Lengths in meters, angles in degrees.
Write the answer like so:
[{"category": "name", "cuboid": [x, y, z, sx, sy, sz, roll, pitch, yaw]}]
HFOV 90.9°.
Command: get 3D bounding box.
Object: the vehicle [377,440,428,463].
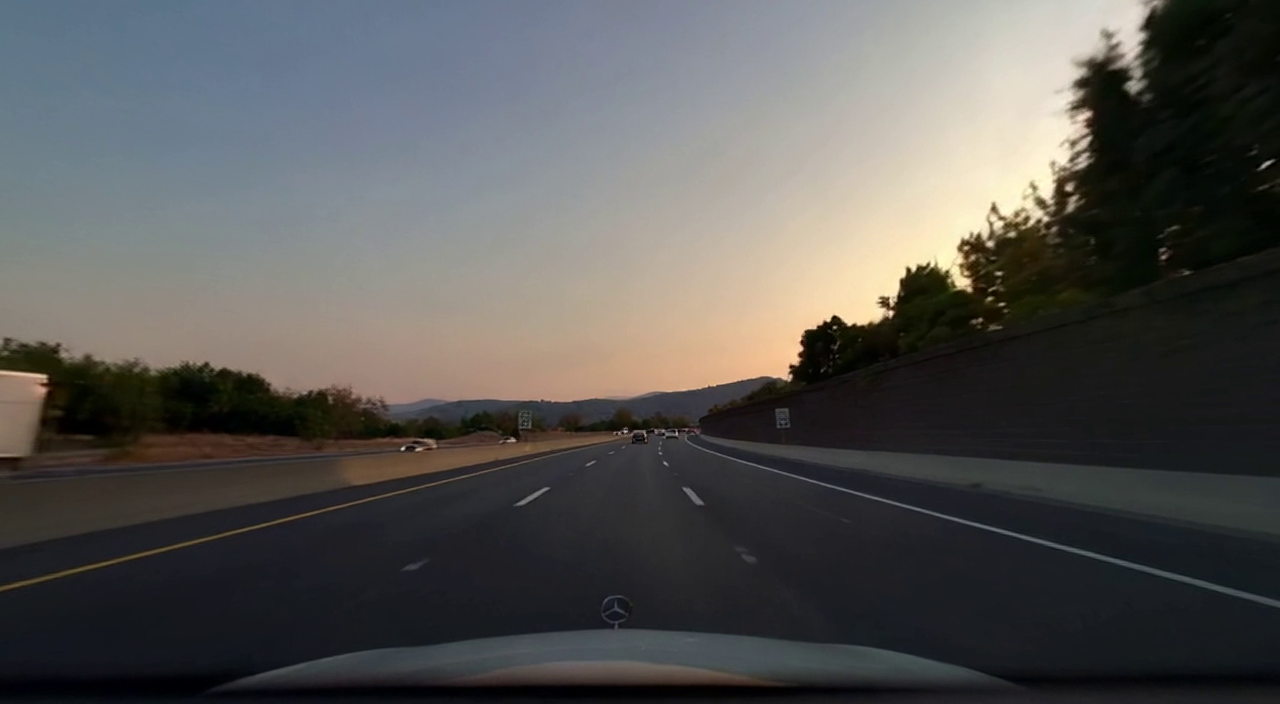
[{"category": "vehicle", "cuboid": [-16.222, 6.796, 43.251, 1.935, 1.502, 3.903, 0, -8, 0]}]
